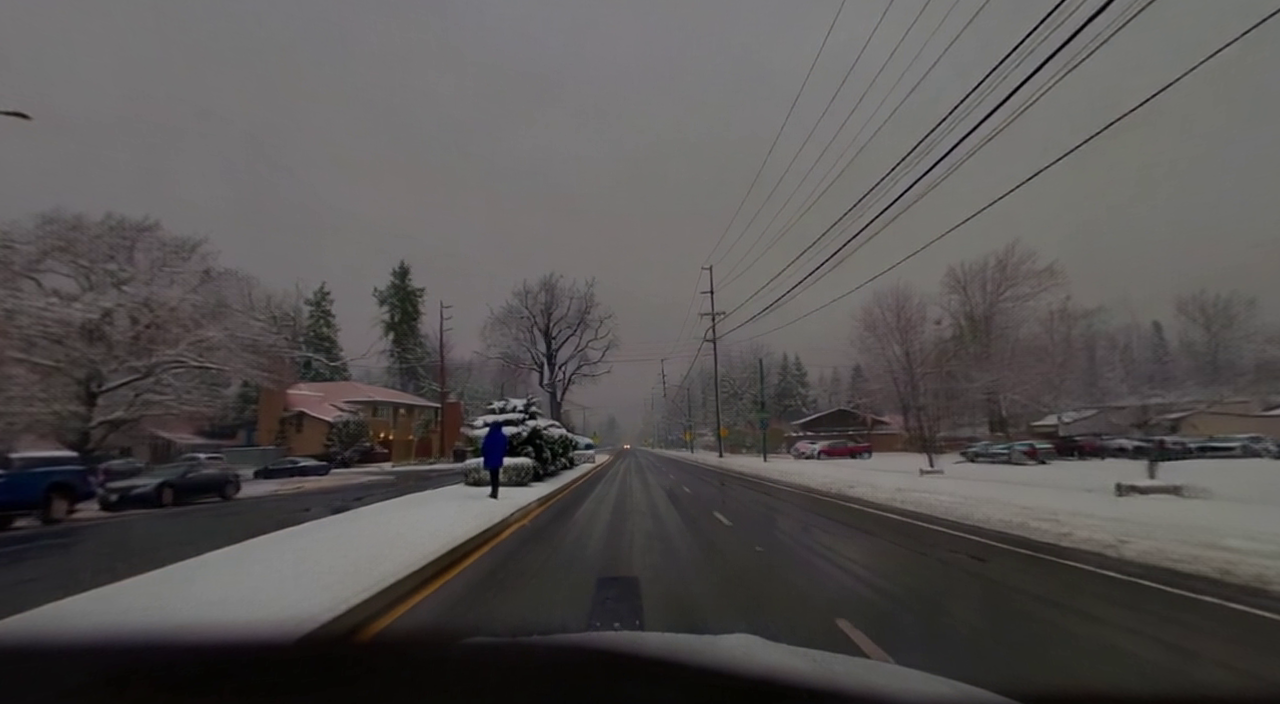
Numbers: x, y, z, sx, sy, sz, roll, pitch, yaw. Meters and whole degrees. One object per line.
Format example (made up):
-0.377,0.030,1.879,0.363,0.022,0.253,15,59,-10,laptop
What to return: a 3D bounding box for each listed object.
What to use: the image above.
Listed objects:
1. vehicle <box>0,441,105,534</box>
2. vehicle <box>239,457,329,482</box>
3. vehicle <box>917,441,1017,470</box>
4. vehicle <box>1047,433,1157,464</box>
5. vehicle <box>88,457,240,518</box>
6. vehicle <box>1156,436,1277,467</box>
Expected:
-14.978,2.990,13.787,2.298,1.979,4.920,-2,-8,0,vehicle
-21.883,7.223,38.980,4.354,1.450,2.043,1,-9,-10,vehicle
17.476,5.547,33.926,4.246,1.427,2.055,0,-9,0,vehicle
31.328,6.574,43.078,2.206,1.971,5.600,3,-9,-21,vehicle
-15.435,4.366,20.893,2.106,1.517,4.632,-3,-8,-10,vehicle
33.134,5.717,36.516,1.974,1.647,4.721,2,-9,-15,vehicle
